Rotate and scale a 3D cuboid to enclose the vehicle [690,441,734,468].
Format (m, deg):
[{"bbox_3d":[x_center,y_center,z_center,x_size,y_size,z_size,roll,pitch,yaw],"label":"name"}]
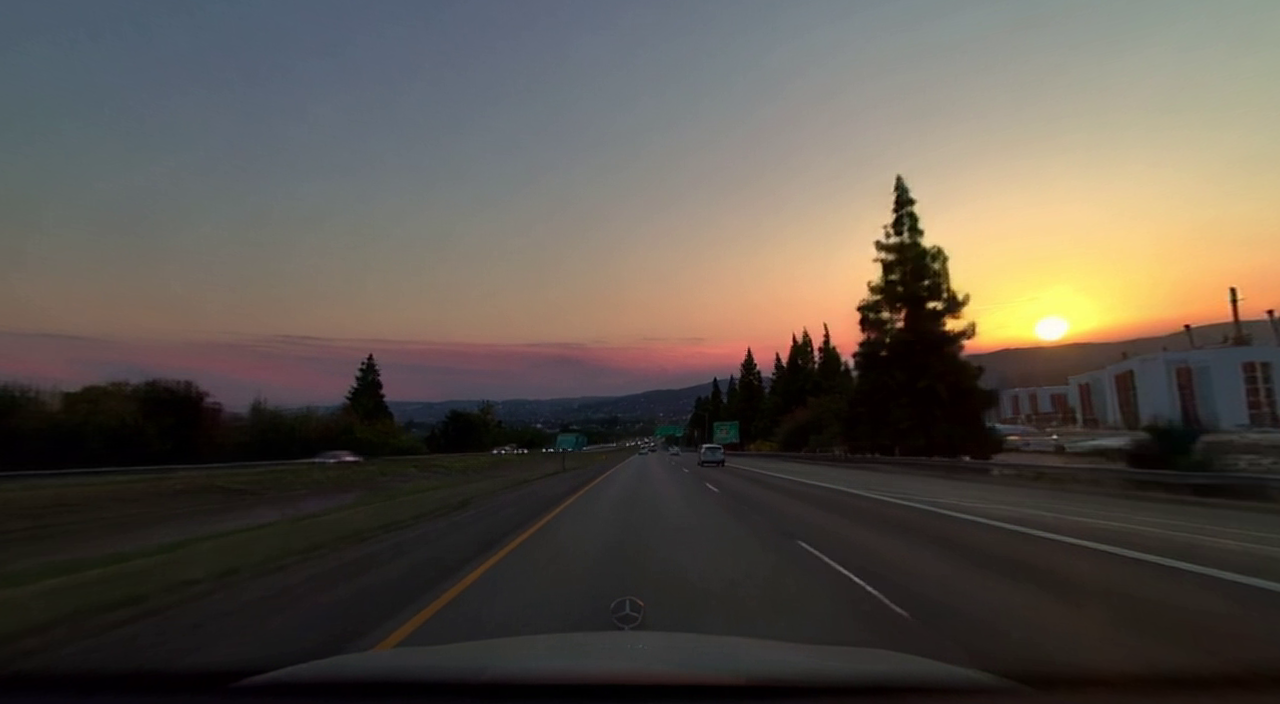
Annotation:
[{"bbox_3d":[4.229,6.100,37.678,2.062,1.518,4.026,0,-8,-1],"label":"vehicle"}]

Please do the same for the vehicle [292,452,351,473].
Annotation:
[{"bbox_3d":[-24.102,8.360,47.895,1.897,1.462,4.861,0,-8,0],"label":"vehicle"}]
